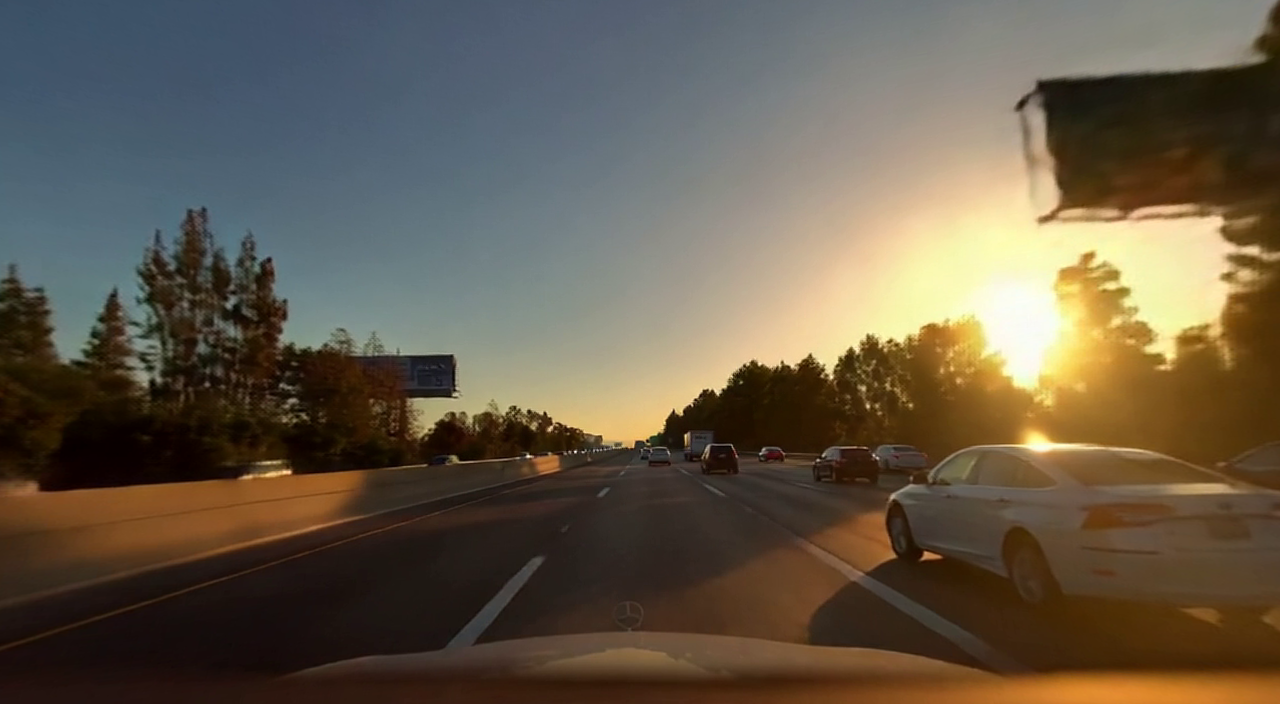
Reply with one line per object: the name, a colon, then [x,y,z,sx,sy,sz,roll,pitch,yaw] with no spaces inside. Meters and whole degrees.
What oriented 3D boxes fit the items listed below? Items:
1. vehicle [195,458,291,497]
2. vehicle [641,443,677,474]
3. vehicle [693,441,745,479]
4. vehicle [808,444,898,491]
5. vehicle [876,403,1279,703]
vehicle: [-20.161,6.377,32.315,2.066,1.746,4.308,-1,-8,0]
vehicle: [1.162,6.717,40.048,2.145,1.832,4.004,-1,-8,1]
vehicle: [4.077,5.662,33.332,2.075,1.845,4.667,0,-8,-1]
vehicle: [7.696,4.183,23.260,1.807,1.558,4.352,0,-8,0]
vehicle: [3.914,1.387,5.472,1.989,1.609,4.355,0,-8,-1]
